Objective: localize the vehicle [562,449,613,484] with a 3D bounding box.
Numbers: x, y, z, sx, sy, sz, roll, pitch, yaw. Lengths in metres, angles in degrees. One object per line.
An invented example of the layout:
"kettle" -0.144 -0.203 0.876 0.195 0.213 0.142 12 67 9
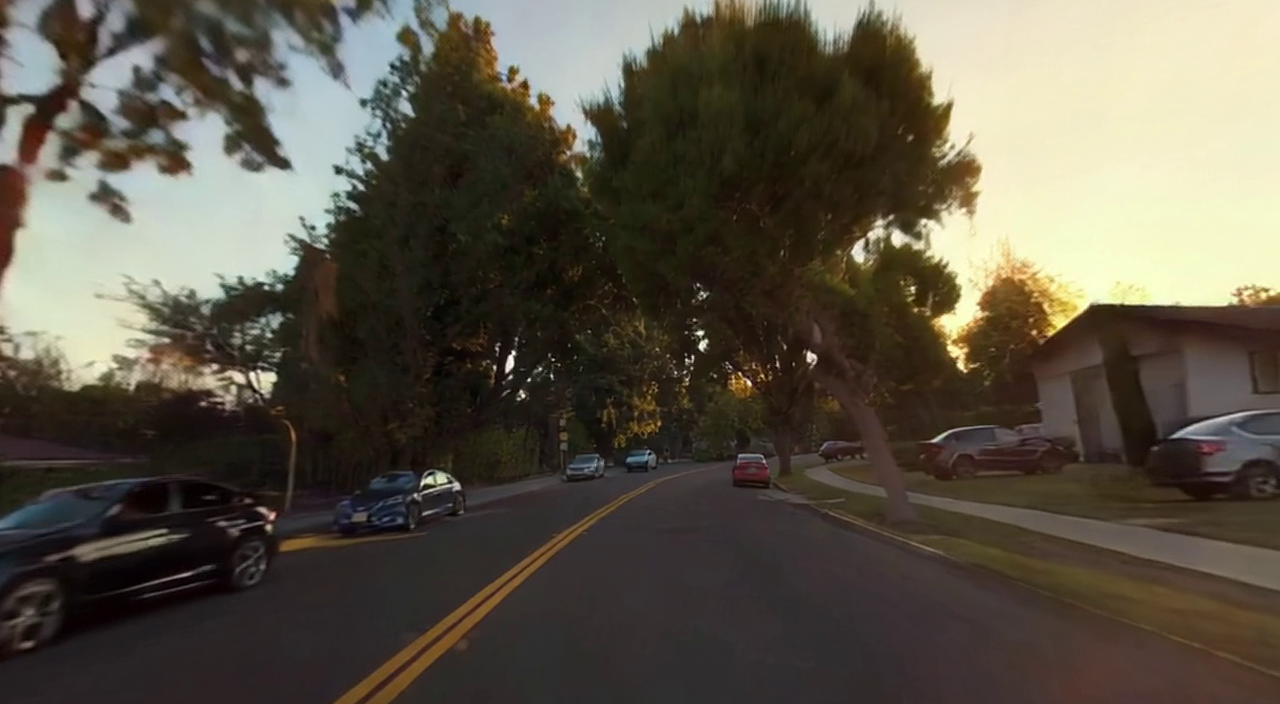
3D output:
"vehicle" -2.887 6.489 35.434 2.005 1.557 4.172 -4 -15 7

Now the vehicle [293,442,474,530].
"vehicle" -5.368 3.103 13.999 1.972 1.536 4.347 -3 -16 3

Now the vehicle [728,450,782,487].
"vehicle" 4.962 5.054 27.752 1.972 1.460 4.137 -1 -9 5

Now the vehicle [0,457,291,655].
"vehicle" -5.866 2.030 6.598 1.886 1.494 4.149 -2 -14 2

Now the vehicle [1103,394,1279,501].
"vehicle" 10.553 1.489 10.072 4.744 1.507 1.953 -1 -8 0

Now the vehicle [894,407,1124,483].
"vehicle" 10.066 2.614 17.668 5.009 1.906 2.046 -2 -9 8
